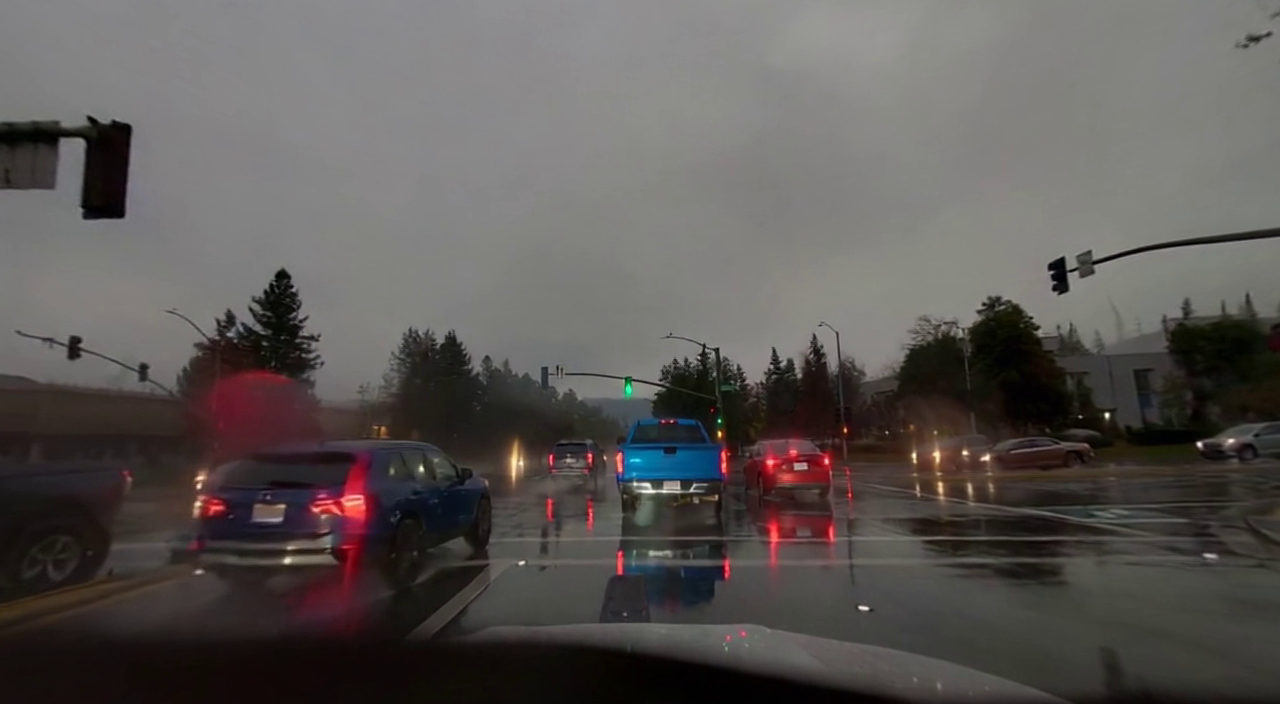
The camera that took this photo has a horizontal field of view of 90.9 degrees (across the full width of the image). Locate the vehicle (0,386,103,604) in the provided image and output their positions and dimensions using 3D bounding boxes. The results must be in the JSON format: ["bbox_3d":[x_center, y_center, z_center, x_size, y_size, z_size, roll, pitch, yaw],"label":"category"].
[{"bbox_3d":[-7.669,1.126,4.283,2.530,2.141,6.143,0,-8,1],"label":"vehicle"}]

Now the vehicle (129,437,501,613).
[{"bbox_3d":[-3.314,1.824,7.783,1.998,1.481,4.656,0,-8,2],"label":"vehicle"}]

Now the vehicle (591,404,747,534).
[{"bbox_3d":[0.564,2.237,12.613,2.505,2.084,4.768,0,-8,3],"label":"vehicle"}]

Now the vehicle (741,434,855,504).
[{"bbox_3d":[4.117,3.112,17.242,1.984,1.659,4.226,0,-8,-1],"label":"vehicle"}]

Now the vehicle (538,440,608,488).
[{"bbox_3d":[-2.565,4.446,25.375,2.125,1.739,4.707,0,-8,2],"label":"vehicle"}]

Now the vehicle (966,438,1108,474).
[{"bbox_3d":[16.658,4.375,26.599,4.809,1.458,1.842,0,-8,-3],"label":"vehicle"}]

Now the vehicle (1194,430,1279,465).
[{"bbox_3d":[27.527,4.198,27.607,4.681,1.458,1.908,0,-8,-1],"label":"vehicle"}]
